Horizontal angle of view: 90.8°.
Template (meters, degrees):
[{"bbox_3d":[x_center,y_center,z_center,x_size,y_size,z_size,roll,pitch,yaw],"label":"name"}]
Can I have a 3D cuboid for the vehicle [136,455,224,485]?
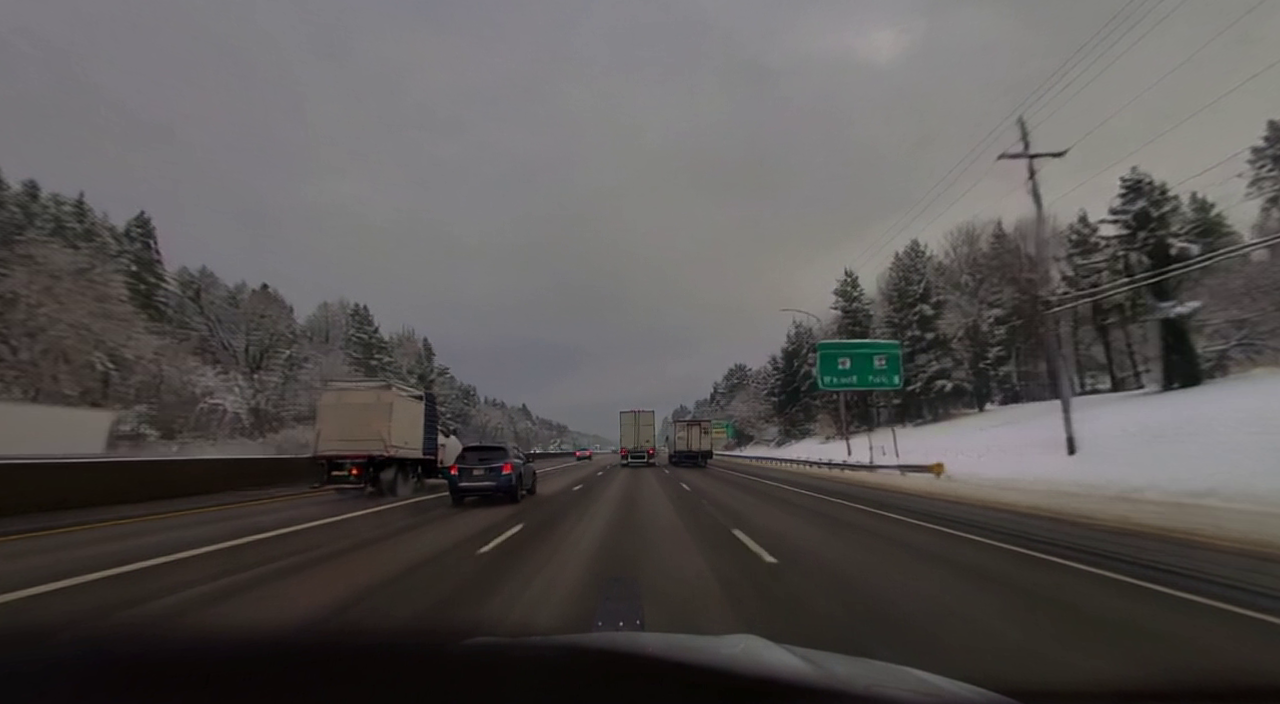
[{"bbox_3d":[-24.461,6.263,33.740,1.760,1.435,3.810,0,-9,1],"label":"vehicle"}]

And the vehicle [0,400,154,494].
[{"bbox_3d":[-28.422,4.611,30.529,3.036,3.912,8.215,0,-9,1],"label":"vehicle"}]

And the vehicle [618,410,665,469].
[{"bbox_3d":[0.073,6.819,48.831,3.201,4.019,10.918,0,-9,0],"label":"vehicle"}]

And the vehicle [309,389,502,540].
[{"bbox_3d":[-3.866,1.936,11.191,2.033,2.234,3.490,0,-9,0],"label":"vehicle"}]
